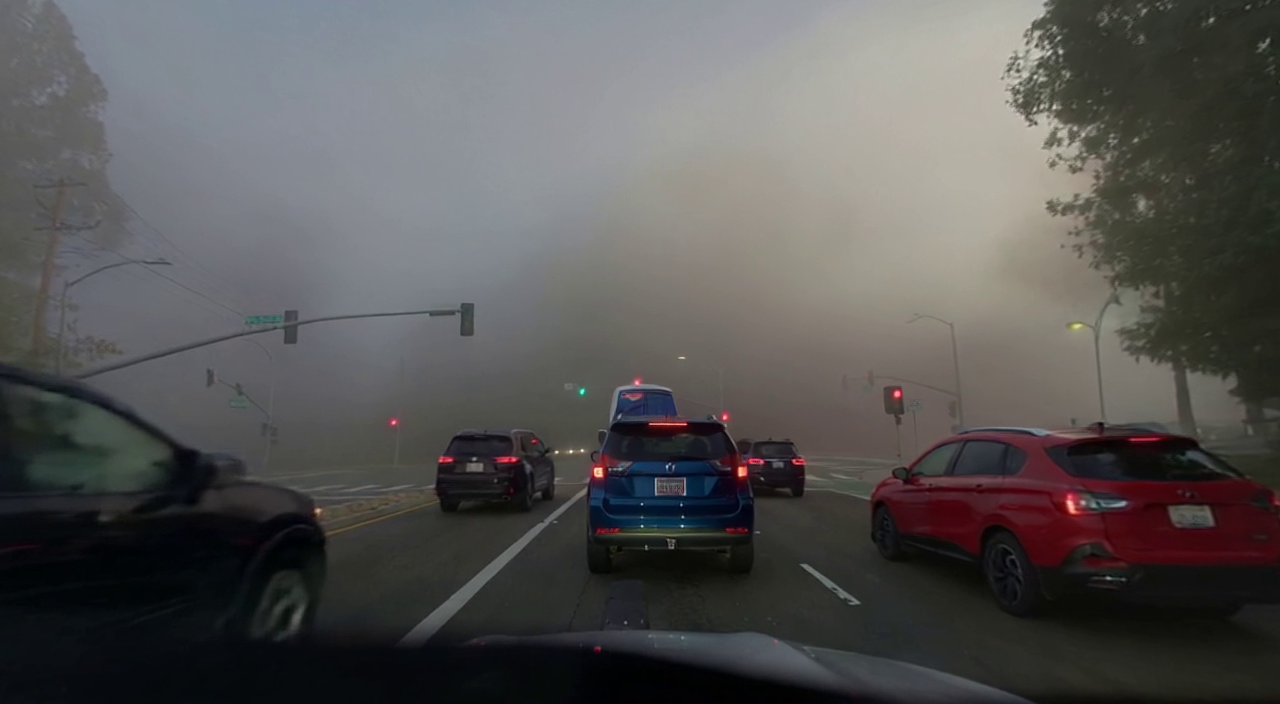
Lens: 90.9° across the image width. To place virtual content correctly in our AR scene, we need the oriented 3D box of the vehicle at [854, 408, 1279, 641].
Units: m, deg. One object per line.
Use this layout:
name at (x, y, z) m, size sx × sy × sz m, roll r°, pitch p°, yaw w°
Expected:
vehicle at (3.913, 1.490, 6.438) m, size 1.954 × 1.592 × 3.992 m, roll 0°, pitch -8°, yaw -1°

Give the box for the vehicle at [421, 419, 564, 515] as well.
vehicle at (-3.113, 2.575, 14.582) m, size 2.054 × 1.814 × 4.941 m, roll 0°, pitch -8°, yaw 1°

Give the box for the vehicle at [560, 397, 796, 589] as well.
vehicle at (0.375, 1.626, 8.074) m, size 2.172 × 1.764 × 4.338 m, roll 0°, pitch -8°, yaw 1°

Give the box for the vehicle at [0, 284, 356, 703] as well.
vehicle at (-3.212, 0.717, 2.173) m, size 2.209 × 1.828 × 4.847 m, roll 0°, pitch -8°, yaw 0°
